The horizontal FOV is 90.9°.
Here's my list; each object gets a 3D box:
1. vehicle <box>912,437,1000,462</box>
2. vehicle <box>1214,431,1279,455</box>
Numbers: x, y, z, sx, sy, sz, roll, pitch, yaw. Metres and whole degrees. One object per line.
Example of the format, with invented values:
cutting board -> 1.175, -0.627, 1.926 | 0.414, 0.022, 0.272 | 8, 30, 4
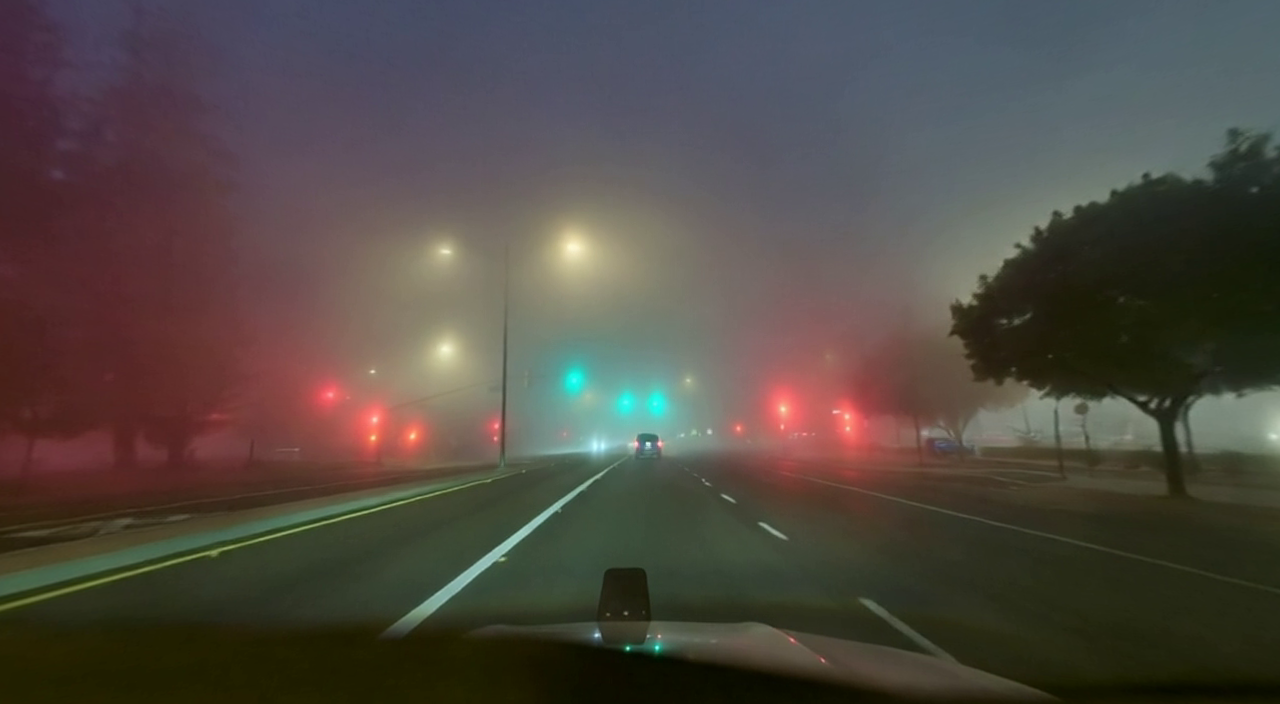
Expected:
vehicle -> 19.928, 6.168, 39.868 | 4.479, 1.488, 2.038 | 0, -8, -1
vehicle -> 39.960, 5.842, 40.352 | 1.770, 1.442, 4.897 | 0, -8, 0
